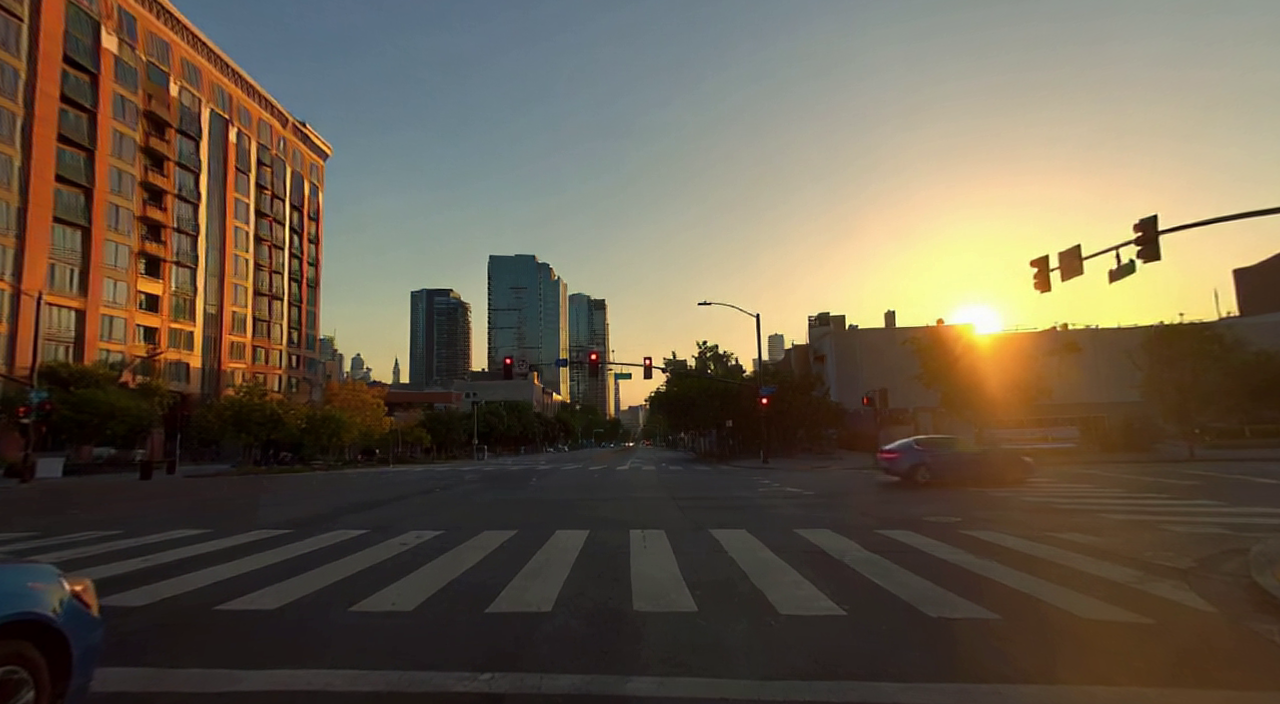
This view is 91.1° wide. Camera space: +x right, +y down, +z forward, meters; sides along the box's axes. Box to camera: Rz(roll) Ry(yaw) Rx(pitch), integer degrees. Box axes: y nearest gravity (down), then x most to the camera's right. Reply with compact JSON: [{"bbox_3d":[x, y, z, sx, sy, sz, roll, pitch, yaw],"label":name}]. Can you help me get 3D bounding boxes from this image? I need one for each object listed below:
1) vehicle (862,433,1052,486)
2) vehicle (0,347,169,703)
[{"bbox_3d":[9.203,3.141,18.534,4.551,1.454,1.941,0,-8,-1],"label":"vehicle"},{"bbox_3d":[-3.637,0.615,1.061,2.109,1.692,4.587,0,-8,0],"label":"vehicle"}]
